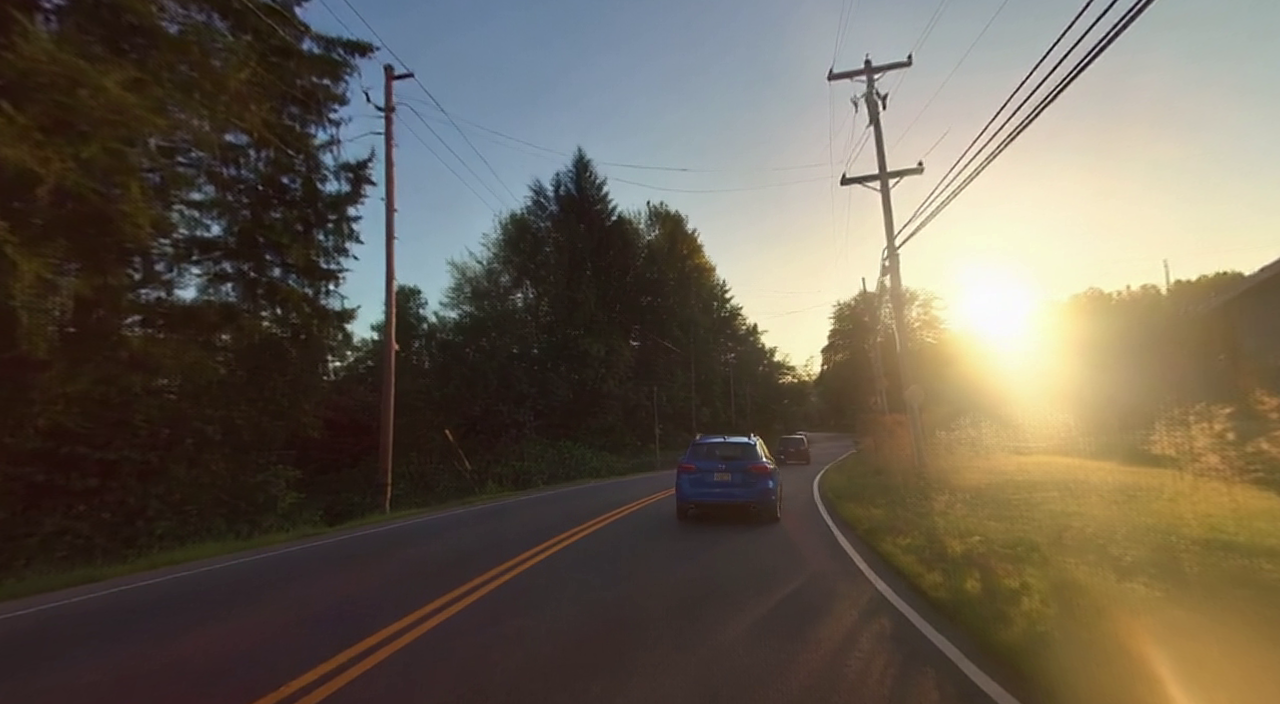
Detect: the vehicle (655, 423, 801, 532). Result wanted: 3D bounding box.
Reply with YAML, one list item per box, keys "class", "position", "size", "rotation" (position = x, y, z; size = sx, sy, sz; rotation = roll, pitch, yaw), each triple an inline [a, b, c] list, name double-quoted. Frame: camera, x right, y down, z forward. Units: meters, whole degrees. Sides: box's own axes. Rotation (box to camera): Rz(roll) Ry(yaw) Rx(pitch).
- class: "vehicle"
  position: [1.774, 2.179, 11.554]
  size: [2.157, 1.565, 4.243]
  rotation: [-2, -9, 13]
